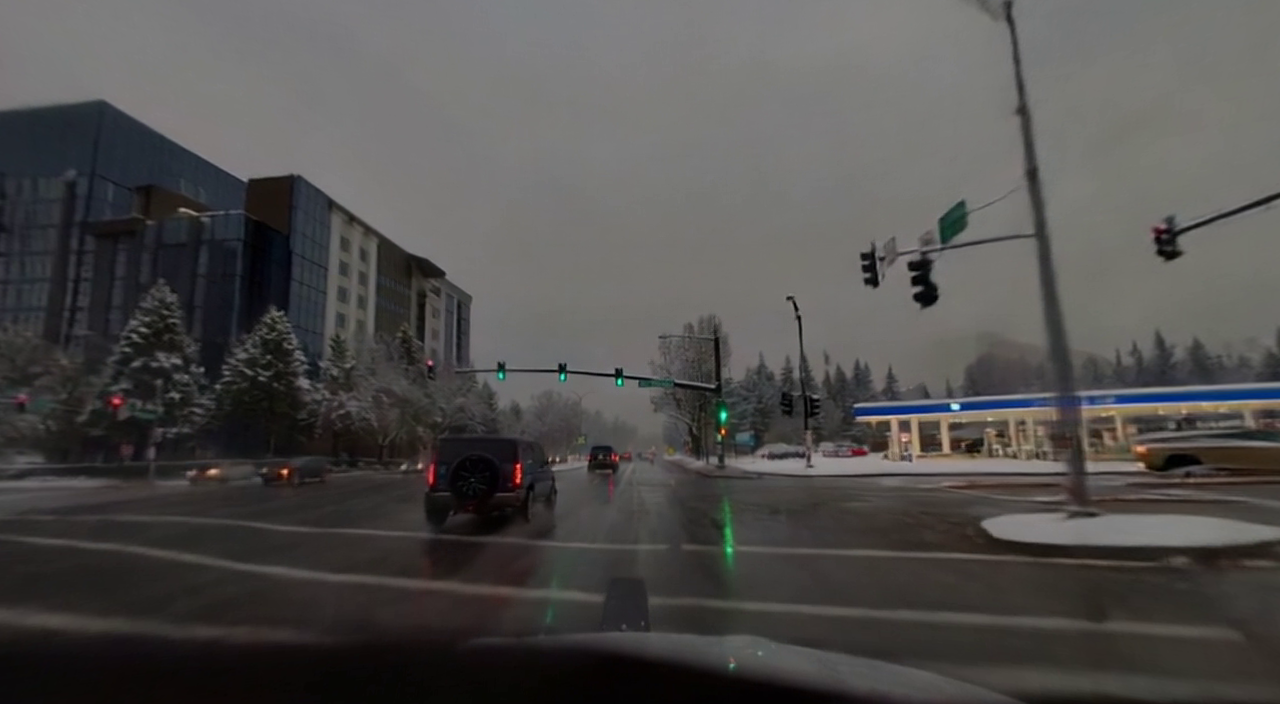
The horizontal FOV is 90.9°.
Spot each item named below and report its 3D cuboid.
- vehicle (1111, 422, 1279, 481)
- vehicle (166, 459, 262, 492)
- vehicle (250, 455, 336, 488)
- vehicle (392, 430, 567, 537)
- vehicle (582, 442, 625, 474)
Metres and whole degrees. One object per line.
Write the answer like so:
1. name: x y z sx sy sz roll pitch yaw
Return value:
1. vehicle: 17.390 2.845 18.082 5.708 1.585 2.070 -3 -9 19
2. vehicle: -23.503 6.806 35.041 2.042 1.631 4.557 0 -8 2
3. vehicle: -20.042 6.880 36.678 2.016 1.697 4.963 0 -8 2
4. vehicle: -2.899 2.486 12.595 2.183 1.731 4.338 0 -8 2
5. vehicle: -2.563 7.667 45.918 2.602 2.091 6.347 0 -8 2
